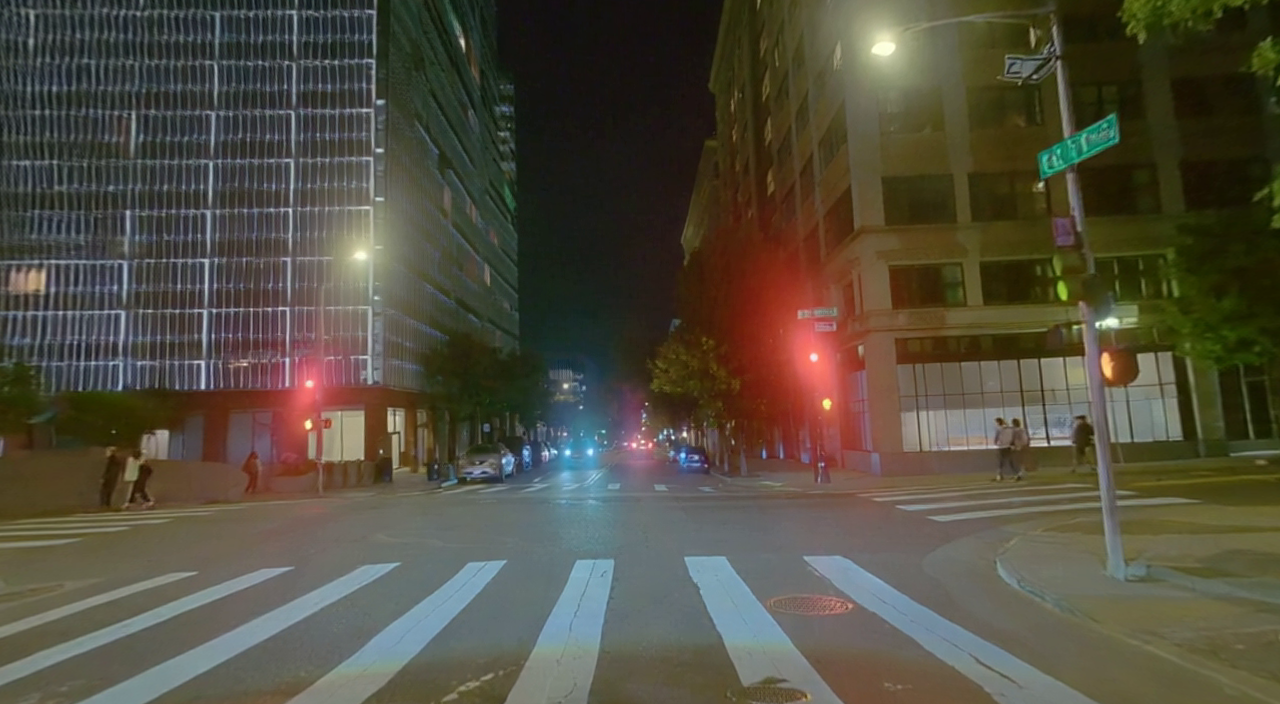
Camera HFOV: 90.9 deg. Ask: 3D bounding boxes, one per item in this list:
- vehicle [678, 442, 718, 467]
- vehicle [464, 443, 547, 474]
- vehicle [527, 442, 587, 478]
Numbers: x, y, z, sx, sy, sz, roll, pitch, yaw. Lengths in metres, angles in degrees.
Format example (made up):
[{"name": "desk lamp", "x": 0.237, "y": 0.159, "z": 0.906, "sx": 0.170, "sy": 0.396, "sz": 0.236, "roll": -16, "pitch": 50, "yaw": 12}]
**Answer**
[{"name": "vehicle", "x": 3.532, "y": 6.280, "z": 38.868, "sx": 1.853, "sy": 1.426, "sz": 4.160, "roll": 1, "pitch": -8, "yaw": -3}, {"name": "vehicle", "x": -8.034, "y": 6.367, "z": 38.004, "sx": 4.526, "sy": 1.726, "sz": 1.963, "roll": 8, "pitch": -12, "yaw": -44}, {"name": "vehicle", "x": -3.667, "y": 4.830, "z": 28.568, "sx": 1.989, "sy": 1.481, "sz": 4.500, "roll": 0, "pitch": -8, "yaw": 1}]
